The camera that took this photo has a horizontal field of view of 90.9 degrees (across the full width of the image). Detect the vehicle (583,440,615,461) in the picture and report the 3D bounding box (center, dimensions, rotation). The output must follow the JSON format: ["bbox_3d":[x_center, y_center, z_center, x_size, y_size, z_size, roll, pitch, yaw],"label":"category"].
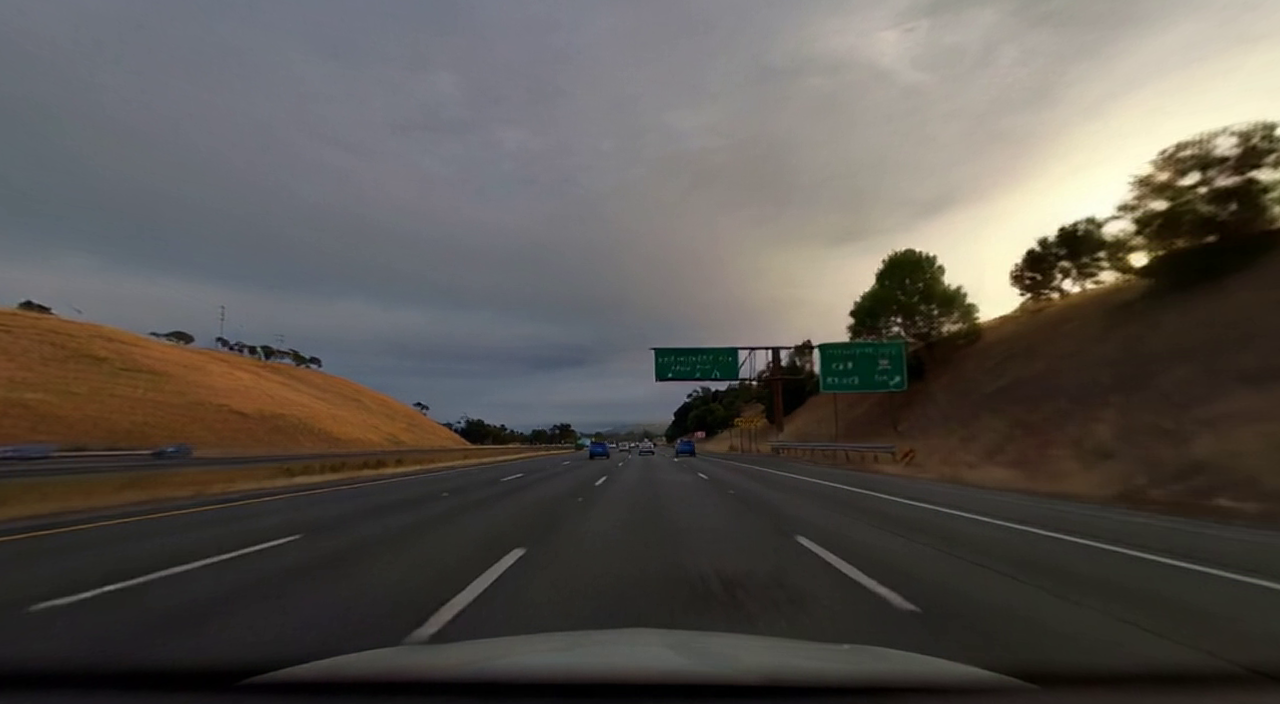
[{"bbox_3d":[-3.192,7.760,49.976,2.159,1.562,4.441,0,-8,1],"label":"vehicle"}]
